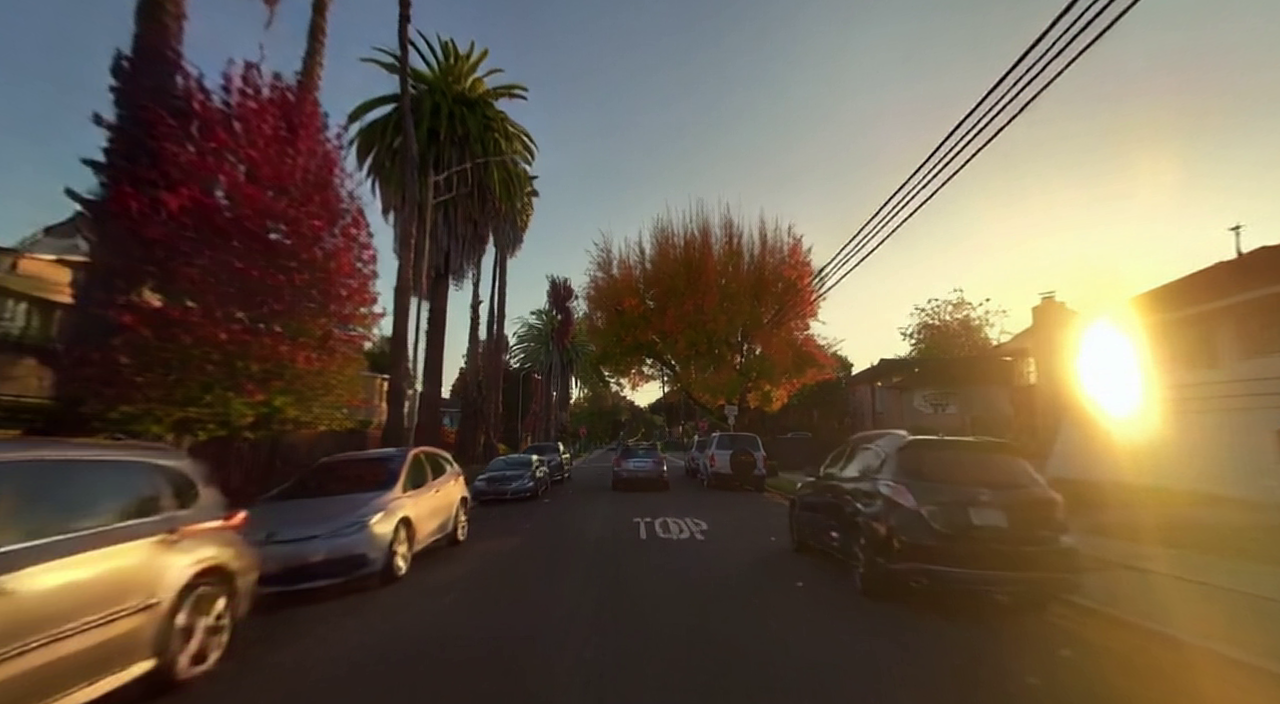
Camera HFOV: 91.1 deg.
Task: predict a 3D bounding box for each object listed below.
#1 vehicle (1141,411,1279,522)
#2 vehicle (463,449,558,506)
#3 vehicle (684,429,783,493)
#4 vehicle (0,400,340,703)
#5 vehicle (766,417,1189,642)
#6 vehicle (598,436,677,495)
[{"bbox_3d":[9.811,1.562,8.559,1.929,1.517,4.494,1,-9,-7],"label":"vehicle"},{"bbox_3d":[-3.299,3.250,16.715,1.728,1.305,3.805,0,-8,0],"label":"vehicle"},{"bbox_3d":[2.590,3.176,18.649,2.136,1.650,4.837,0,-8,-1],"label":"vehicle"},{"bbox_3d":[-3.152,0.968,2.370,1.877,1.521,4.348,0,-8,0],"label":"vehicle"},{"bbox_3d":[2.827,1.562,6.613,1.967,1.563,4.237,0,-8,-2],"label":"vehicle"},{"bbox_3d":[-0.092,3.227,18.275,2.010,1.499,4.107,0,-8,-1],"label":"vehicle"}]
